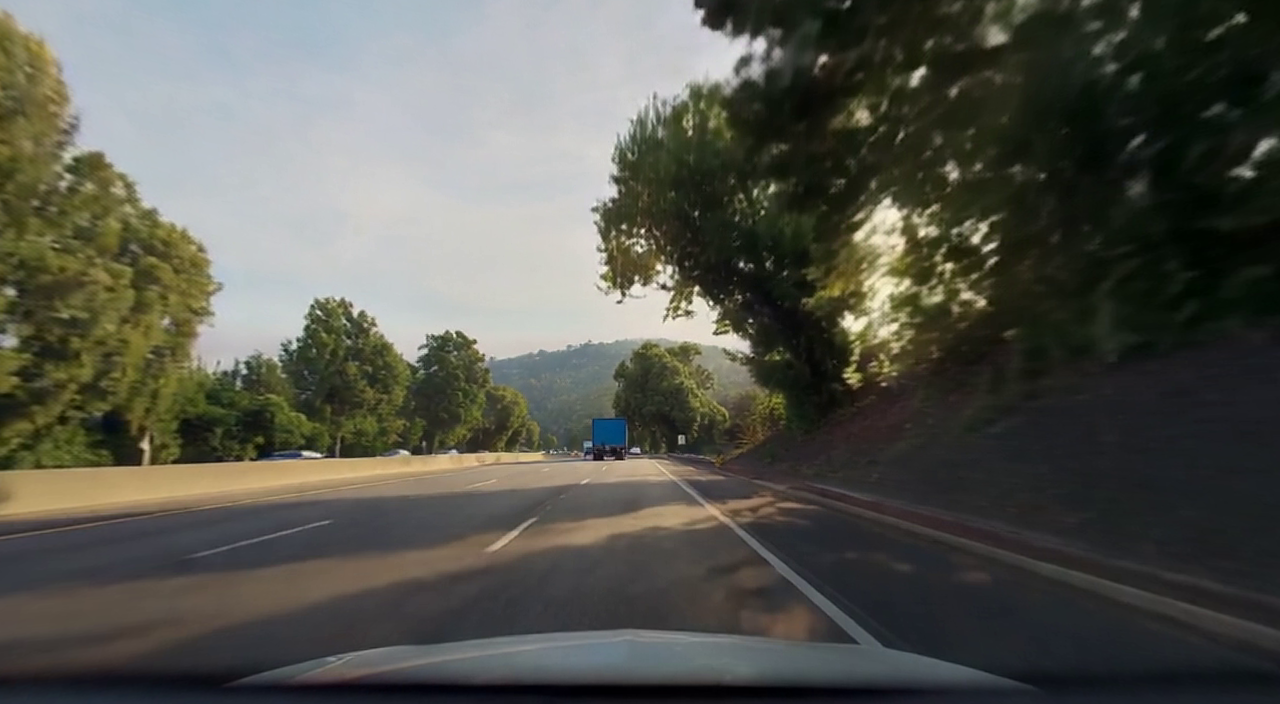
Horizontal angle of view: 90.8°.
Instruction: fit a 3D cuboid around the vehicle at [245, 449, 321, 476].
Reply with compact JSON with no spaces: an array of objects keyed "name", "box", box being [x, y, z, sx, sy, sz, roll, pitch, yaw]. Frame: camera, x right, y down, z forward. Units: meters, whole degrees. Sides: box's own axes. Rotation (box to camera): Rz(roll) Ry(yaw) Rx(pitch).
[{"name":"vehicle","box":[-21.633,6.691,38.531,1.965,1.537,4.609,0,-9,0]}]
